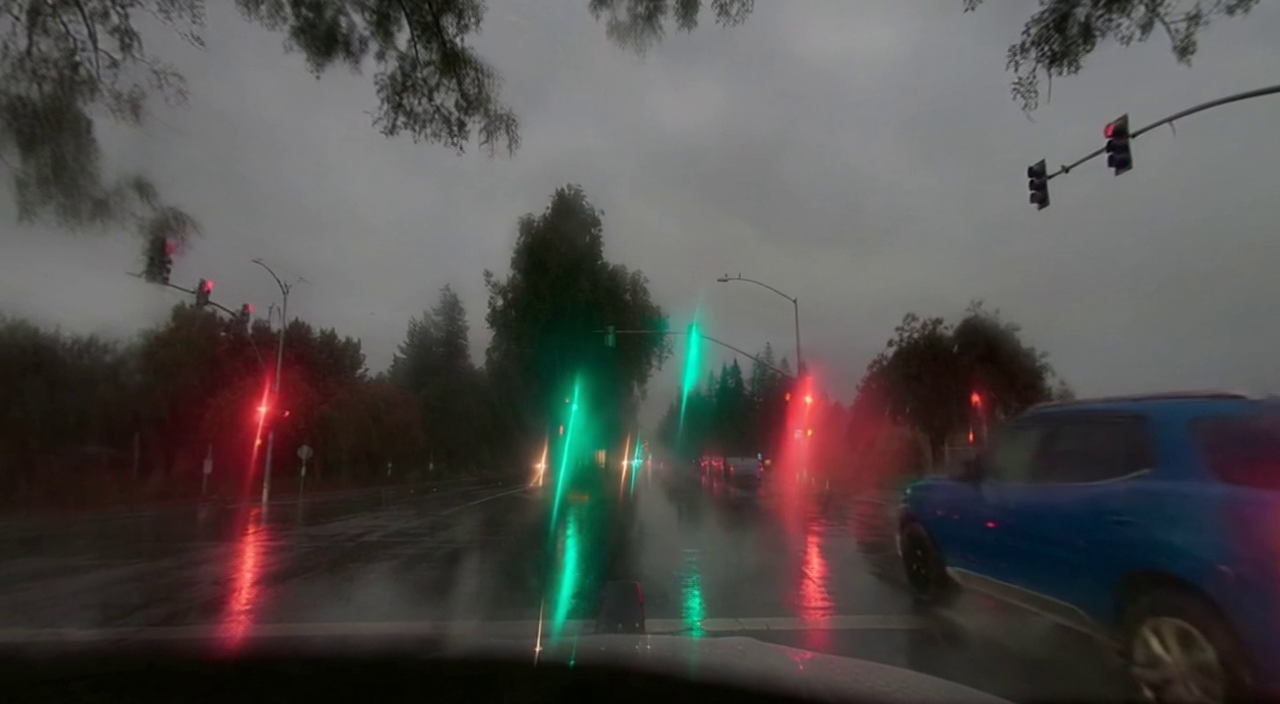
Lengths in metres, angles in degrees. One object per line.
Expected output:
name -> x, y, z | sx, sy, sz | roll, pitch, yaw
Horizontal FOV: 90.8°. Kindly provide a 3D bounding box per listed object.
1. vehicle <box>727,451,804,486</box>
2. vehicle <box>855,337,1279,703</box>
vehicle -> 8.844, 8.261, 45.426 | 2.771, 2.214, 7.159 | 2, -9, -12
vehicle -> 3.205, 1.019, 3.691 | 2.140, 1.655, 4.786 | 0, -8, -1
